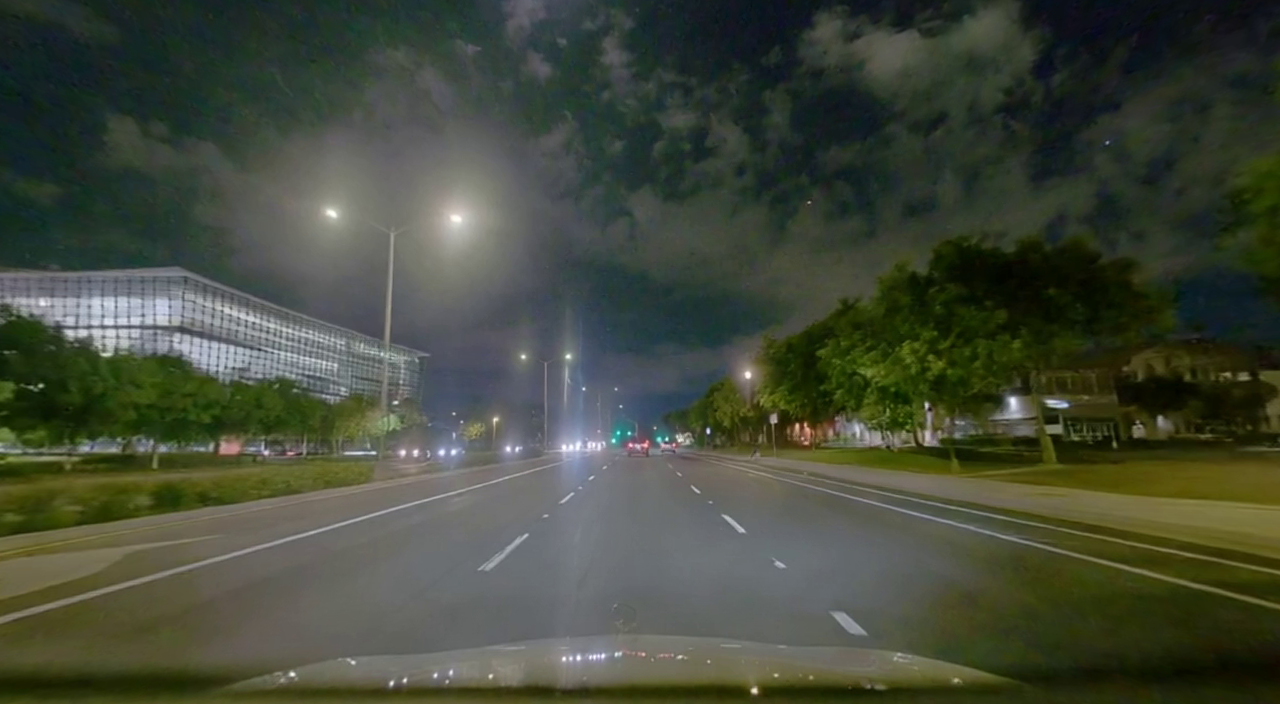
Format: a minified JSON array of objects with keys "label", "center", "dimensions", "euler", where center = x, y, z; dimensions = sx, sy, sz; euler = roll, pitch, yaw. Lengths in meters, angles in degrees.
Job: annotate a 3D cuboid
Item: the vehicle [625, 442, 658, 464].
[{"label":"vehicle","center":[0.068,6.808,42.740],"dimensions":[2.080,1.445,4.096],"euler":[0,-8,-1]}]
